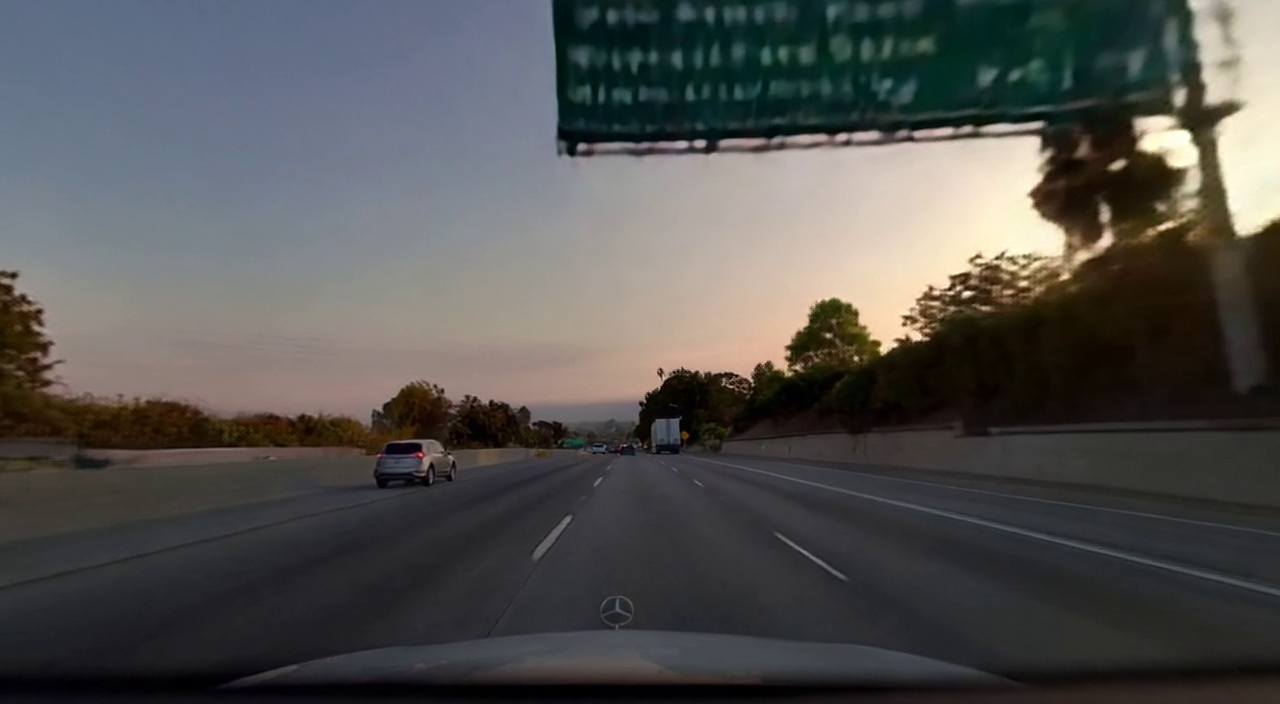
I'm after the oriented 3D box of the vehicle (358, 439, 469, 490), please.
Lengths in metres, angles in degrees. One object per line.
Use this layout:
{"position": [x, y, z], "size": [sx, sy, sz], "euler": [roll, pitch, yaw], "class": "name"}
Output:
{"position": [-7.311, 3.663, 20.969], "size": [2.033, 1.494, 4.508], "euler": [0, -9, 0], "class": "vehicle"}
